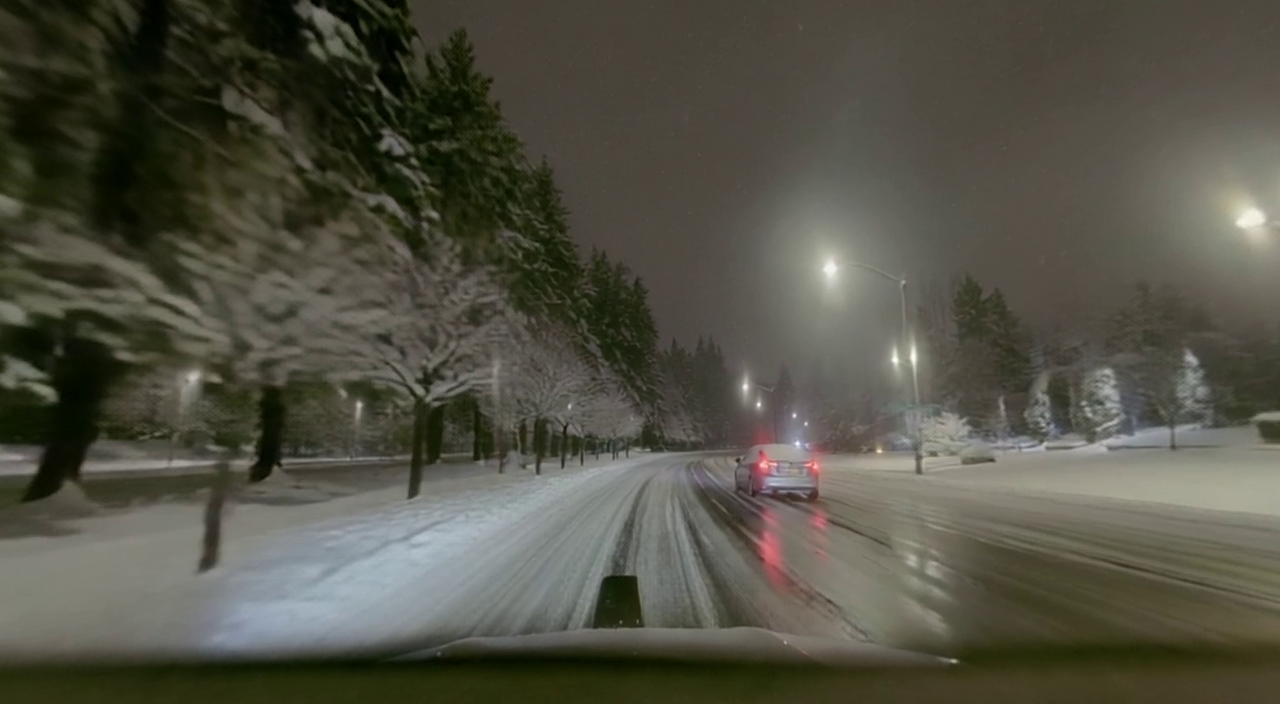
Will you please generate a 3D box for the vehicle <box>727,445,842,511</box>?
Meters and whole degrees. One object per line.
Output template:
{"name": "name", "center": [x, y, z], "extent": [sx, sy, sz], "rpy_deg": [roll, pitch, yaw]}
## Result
{"name": "vehicle", "center": [3.602, 3.199, 16.627], "extent": [1.928, 1.481, 4.453], "rpy_deg": [0, -9, -1]}
